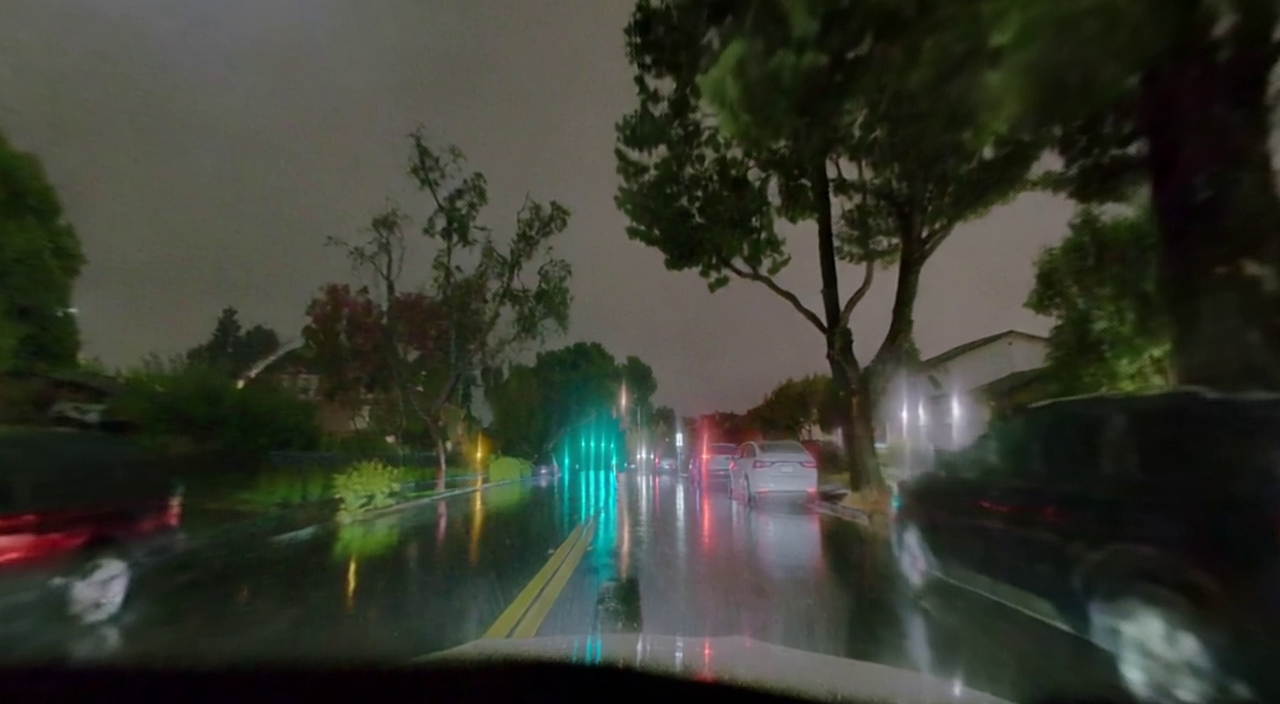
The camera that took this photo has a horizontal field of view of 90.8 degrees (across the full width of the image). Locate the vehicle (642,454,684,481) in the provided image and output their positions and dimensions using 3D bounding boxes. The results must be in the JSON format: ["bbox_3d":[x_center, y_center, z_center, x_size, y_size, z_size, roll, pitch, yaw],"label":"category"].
[{"bbox_3d":[1.574,8.158,44.805,2.163,1.742,4.239,1,-9,-8],"label":"vehicle"}]

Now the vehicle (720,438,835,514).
[{"bbox_3d":[3.454,3.188,16.853,1.970,1.709,4.568,-1,-8,0],"label":"vehicle"}]

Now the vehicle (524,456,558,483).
[{"bbox_3d":[-7.147,8.438,45.755,2.051,1.575,4.581,-2,-7,-5],"label":"vehicle"}]

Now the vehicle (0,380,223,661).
[{"bbox_3d":[-5.067,1.019,3.561,2.155,1.729,4.799,-2,-8,0],"label":"vehicle"}]

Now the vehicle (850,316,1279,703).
[{"bbox_3d":[3.251,1.086,4.046,2.229,1.826,4.611,-1,-8,1],"label":"vehicle"}]
